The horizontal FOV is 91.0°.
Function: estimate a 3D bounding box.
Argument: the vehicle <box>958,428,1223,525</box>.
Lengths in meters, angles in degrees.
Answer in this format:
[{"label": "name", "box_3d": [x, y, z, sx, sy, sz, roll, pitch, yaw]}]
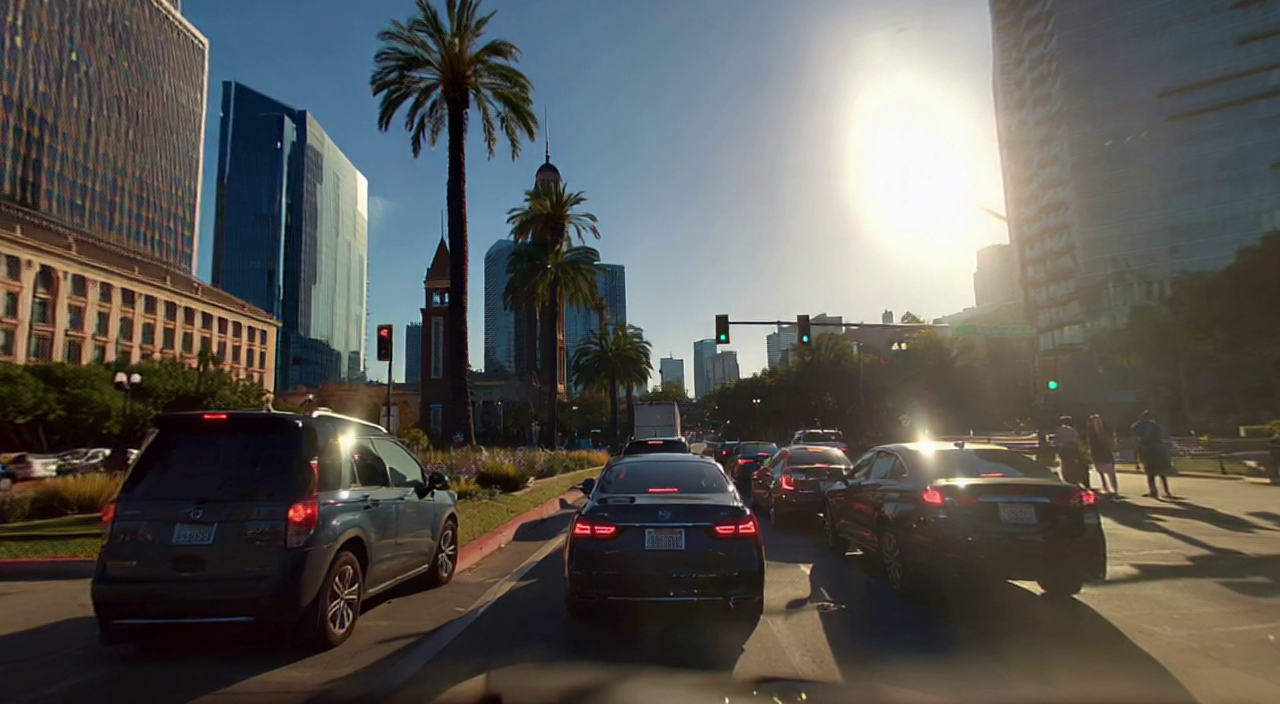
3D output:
[{"label": "vehicle", "box_3d": [8.177, 2.280, 12.067, 1.859, 1.508, 4.259, 0, -9, -1]}]

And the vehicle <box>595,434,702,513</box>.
[{"label": "vehicle", "box_3d": [0.182, 2.614, 13.970, 2.048, 1.503, 3.681, 0, -9, 1]}]

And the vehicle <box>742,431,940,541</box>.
[{"label": "vehicle", "box_3d": [3.101, 2.165, 10.844, 1.913, 1.469, 4.425, 0, -9, 0]}]

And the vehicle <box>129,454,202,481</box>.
[{"label": "vehicle", "box_3d": [-33.374, 8.116, 44.452, 1.907, 1.690, 4.456, 1, -9, -5]}]

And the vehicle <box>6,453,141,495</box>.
[{"label": "vehicle", "box_3d": [-26.699, 5.715, 29.935, 2.105, 1.793, 4.812, 0, -9, -4]}]
